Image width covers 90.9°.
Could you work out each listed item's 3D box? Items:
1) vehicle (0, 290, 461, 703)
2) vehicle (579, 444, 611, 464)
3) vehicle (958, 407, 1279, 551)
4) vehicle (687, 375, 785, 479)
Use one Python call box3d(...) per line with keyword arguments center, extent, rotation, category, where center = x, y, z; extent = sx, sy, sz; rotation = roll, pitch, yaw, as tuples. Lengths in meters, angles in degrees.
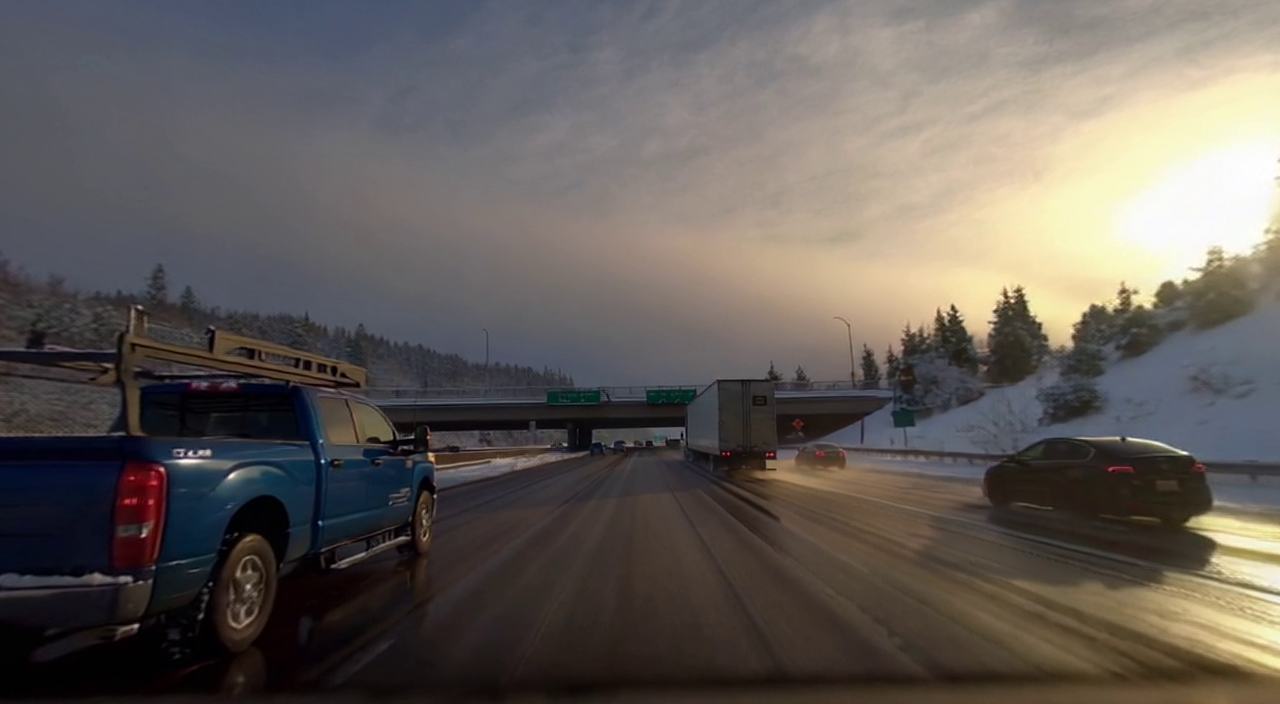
box3d(center=(-3.873, 1.202, 5.797), extent=(2.599, 2.054, 6.288), rotation=(0, -8, 0), category="vehicle")
box3d(center=(-3.336, 7.669, 47.730), extent=(2.077, 1.446, 4.106), rotation=(0, -8, 0), category="vehicle")
box3d(center=(7.209, 1.852, 9.889), extent=(1.999, 1.700, 4.640), rotation=(0, -8, 0), category="vehicle")
box3d(center=(4.228, 3.880, 31.210), extent=(2.885, 4.036, 12.891), rotation=(0, -8, 0), category="vehicle")
